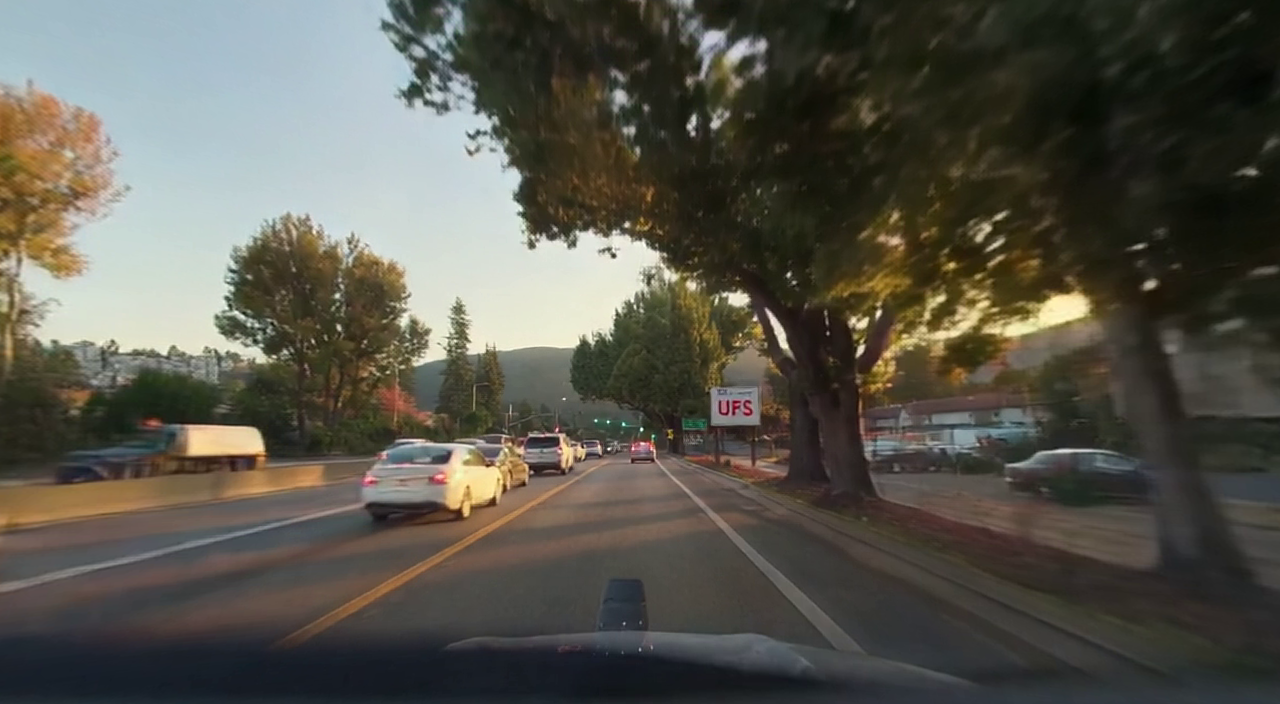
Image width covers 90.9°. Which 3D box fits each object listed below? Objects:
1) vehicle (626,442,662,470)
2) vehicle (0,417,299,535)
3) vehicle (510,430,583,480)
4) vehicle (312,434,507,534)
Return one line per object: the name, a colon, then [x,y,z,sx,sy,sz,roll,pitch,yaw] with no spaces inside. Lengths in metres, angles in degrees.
vehicle: [0.223,5.729,34.942,1.875,1.453,3.888,0,-8,0]
vehicle: [-8.180,2.057,11.065,1.921,1.643,4.348,0,-8,1]
vehicle: [-3.760,4.236,26.326,2.242,1.852,5.201,0,-8,0]
vehicle: [-3.932,2.308,11.702,1.952,1.471,4.334,0,-8,0]
